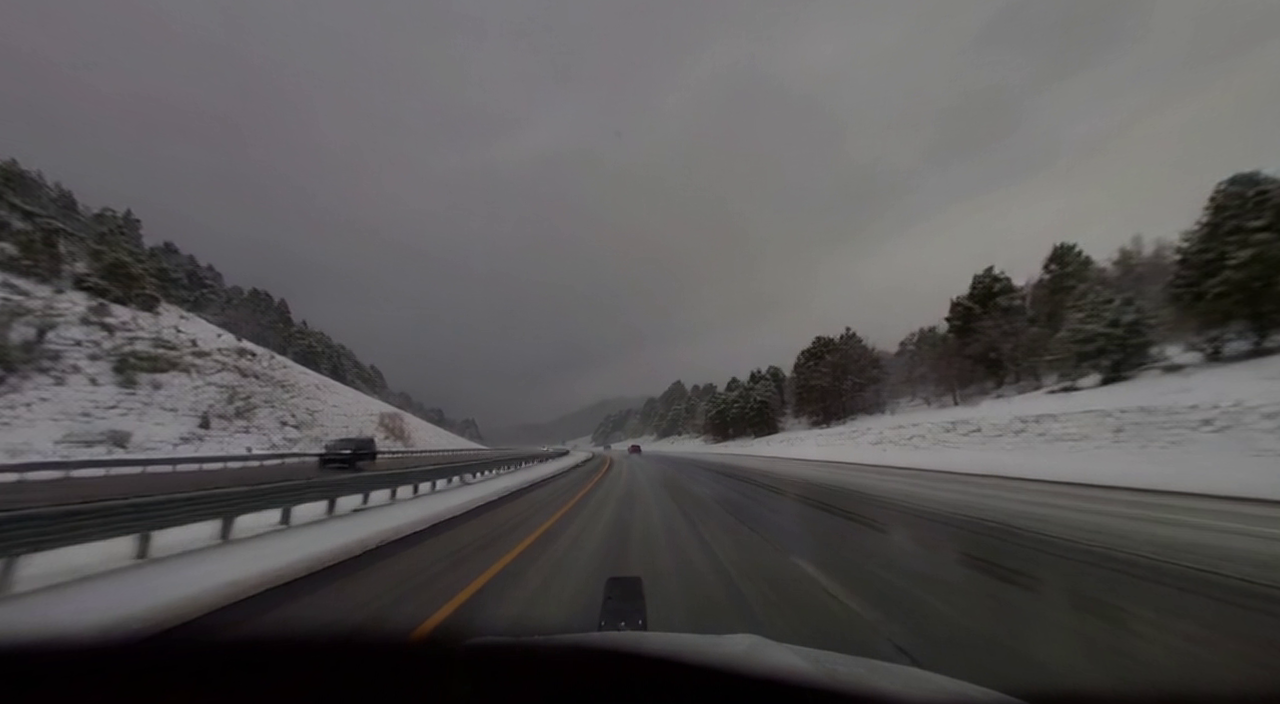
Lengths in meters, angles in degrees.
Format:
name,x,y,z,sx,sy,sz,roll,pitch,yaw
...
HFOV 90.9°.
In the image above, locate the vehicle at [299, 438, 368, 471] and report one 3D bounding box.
name,x,y,z,sx,sy,sz,roll,pitch,yaw
vehicle,-18.354,6.105,38.027,1.963,1.828,4.594,-1,-8,-2
